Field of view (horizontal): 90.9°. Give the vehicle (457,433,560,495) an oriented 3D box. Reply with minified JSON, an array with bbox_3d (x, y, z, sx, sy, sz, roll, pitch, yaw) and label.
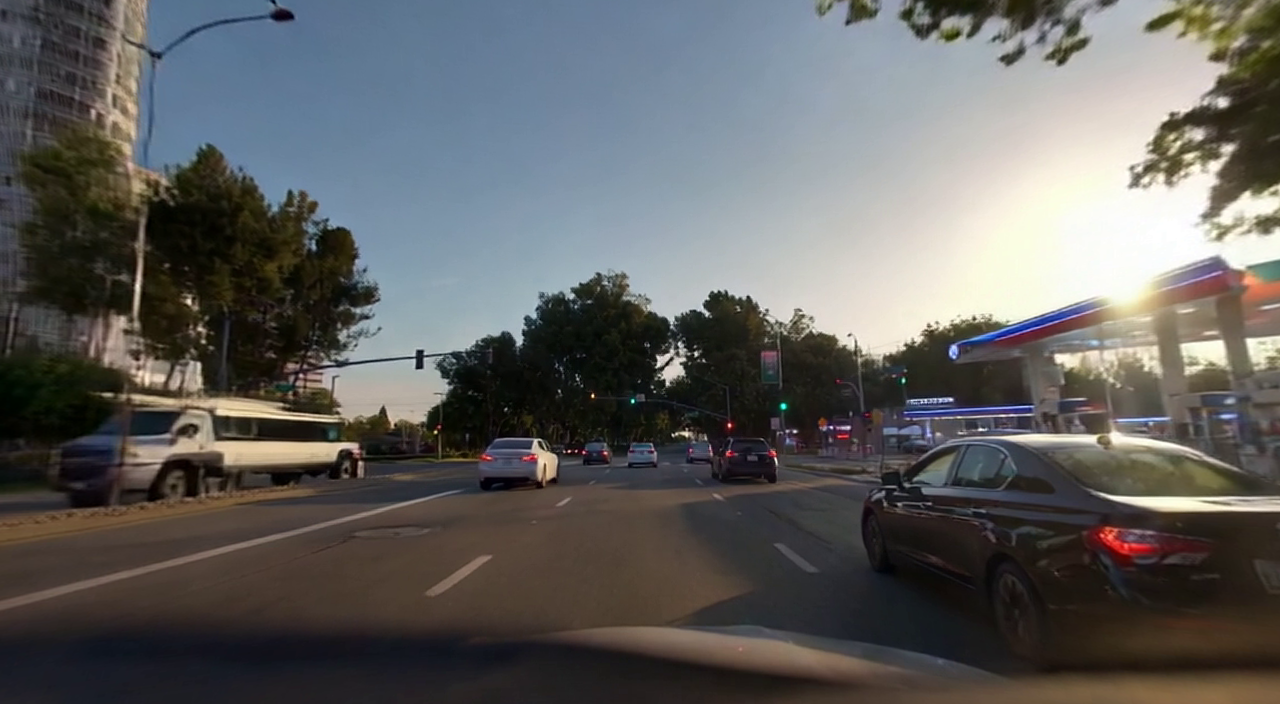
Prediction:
[{"bbox_3d":[-3.695,3.231,18.552,2.023,1.607,4.086,0,-8,2],"label":"vehicle"}]

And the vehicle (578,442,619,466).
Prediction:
[{"bbox_3d":[-2.563,6.452,40.082,2.192,1.463,4.211,0,-8,2],"label":"vehicle"}]

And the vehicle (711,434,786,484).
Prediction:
[{"bbox_3d":[3.884,3.894,23.279,2.022,1.683,4.171,0,-8,0],"label":"vehicle"}]

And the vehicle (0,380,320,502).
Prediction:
[{"bbox_3d":[-15.942,3.202,22.649,3.228,3.319,10.706,0,-8,0],"label":"vehicle"}]

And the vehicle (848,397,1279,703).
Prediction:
[{"bbox_3d":[3.483,1.277,4.974,2.038,1.499,4.868,0,-8,0],"label":"vehicle"}]

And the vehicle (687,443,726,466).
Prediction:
[{"bbox_3d":[4.337,6.757,41.857,2.174,1.462,4.400,0,-8,1],"label":"vehicle"}]

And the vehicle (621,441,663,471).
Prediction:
[{"bbox_3d":[0.126,5.451,33.291,2.104,1.477,4.591,0,-8,1],"label":"vehicle"}]
